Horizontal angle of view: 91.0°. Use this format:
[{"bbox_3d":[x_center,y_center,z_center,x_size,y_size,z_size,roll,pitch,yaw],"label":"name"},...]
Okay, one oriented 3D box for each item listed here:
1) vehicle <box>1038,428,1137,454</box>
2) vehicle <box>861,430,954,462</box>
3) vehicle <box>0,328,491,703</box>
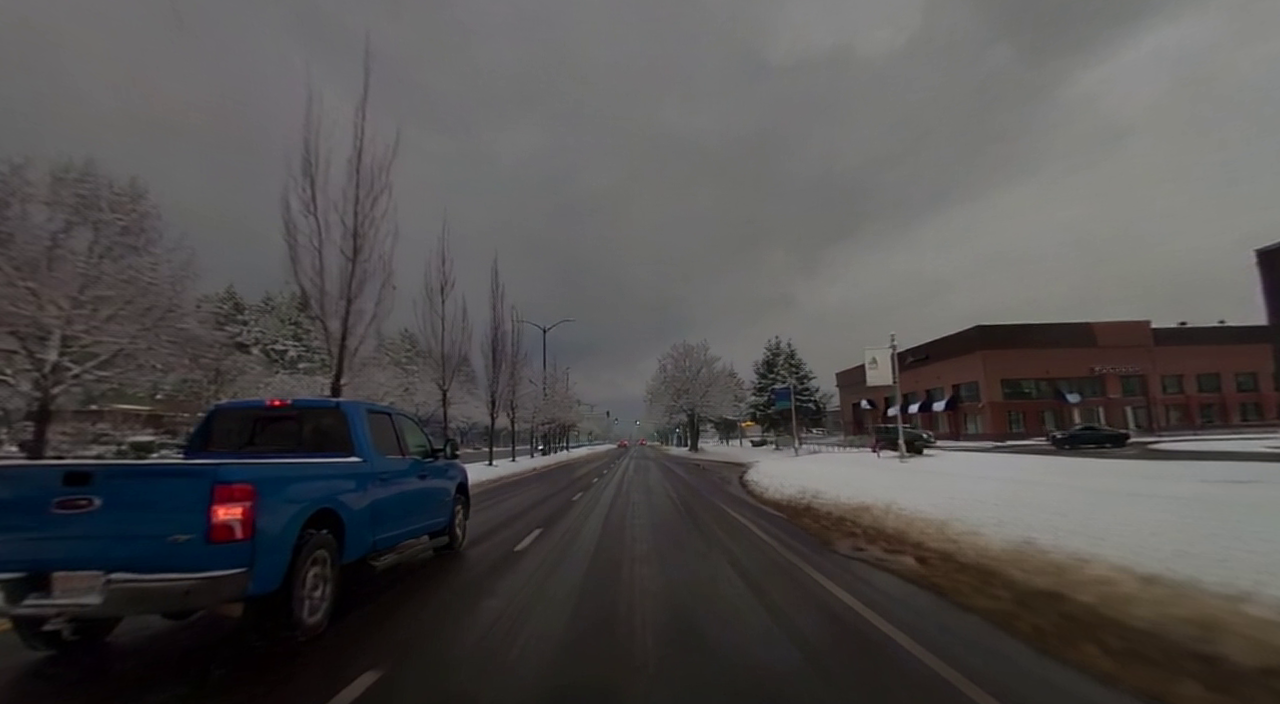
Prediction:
[{"bbox_3d":[27.408,5.467,38.681,4.604,1.487,1.911,0,-8,0],"label":"vehicle"},{"bbox_3d":[15.369,5.428,36.290,4.332,1.744,2.115,0,-11,-3],"label":"vehicle"},{"bbox_3d":[-2.987,1.164,5.408,2.065,1.790,5.417,0,-8,0],"label":"vehicle"}]
